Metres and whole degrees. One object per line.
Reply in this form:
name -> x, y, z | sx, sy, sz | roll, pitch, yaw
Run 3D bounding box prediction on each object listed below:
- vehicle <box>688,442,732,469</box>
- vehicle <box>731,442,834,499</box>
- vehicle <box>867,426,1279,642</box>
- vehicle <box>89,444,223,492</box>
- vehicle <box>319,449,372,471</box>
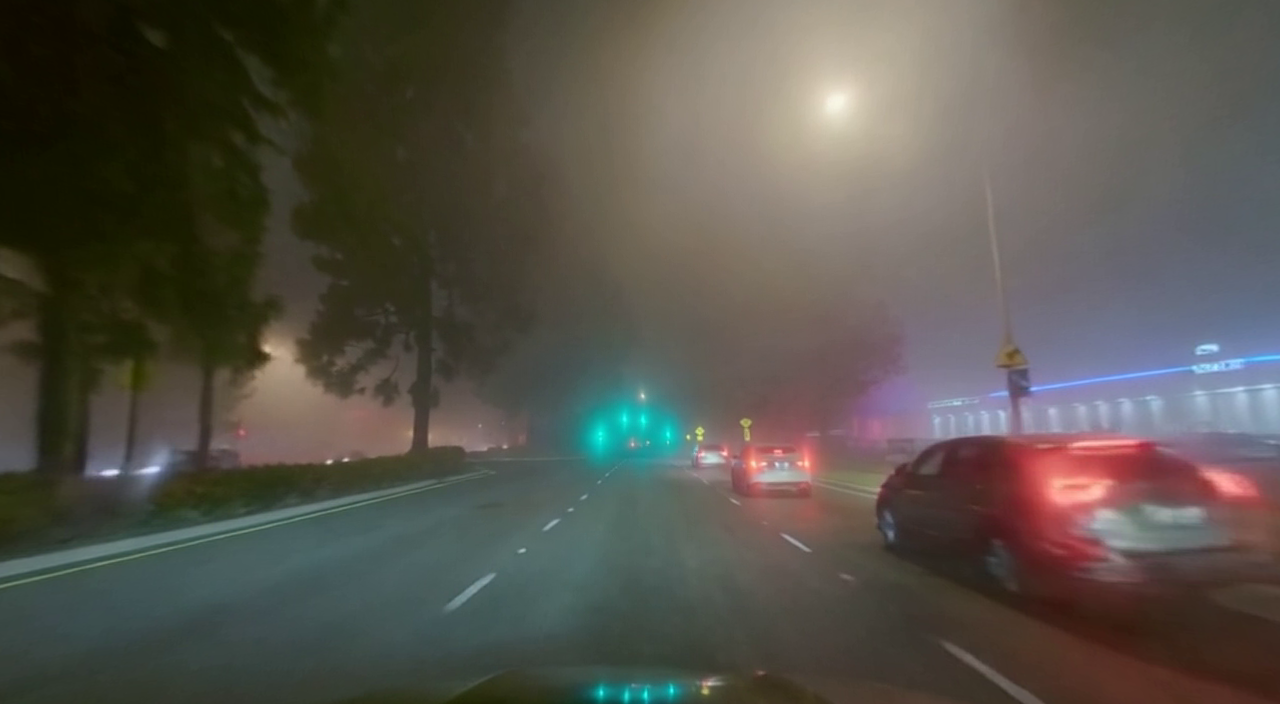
vehicle -> 3.982, 5.995, 36.809 | 1.939, 1.474, 4.716 | 0, -8, -1
vehicle -> 3.913, 3.326, 18.121 | 1.872, 1.431, 4.270 | 0, -8, -1
vehicle -> 4.098, 1.564, 6.486 | 1.913, 1.463, 4.198 | 0, -8, 0
vehicle -> -17.385, 4.154, 22.925 | 1.764, 1.563, 3.872 | 0, -8, 0
vehicle -> -21.960, 8.061, 47.205 | 1.832, 1.496, 4.458 | 0, -8, 0
